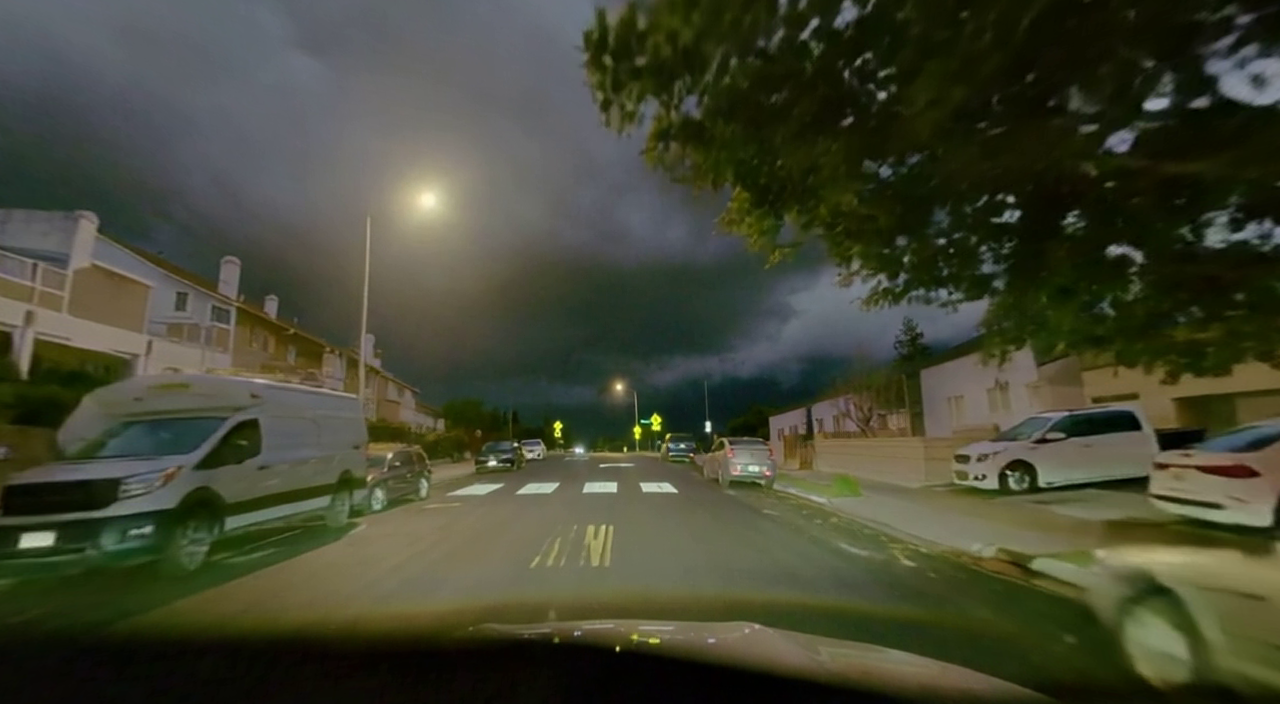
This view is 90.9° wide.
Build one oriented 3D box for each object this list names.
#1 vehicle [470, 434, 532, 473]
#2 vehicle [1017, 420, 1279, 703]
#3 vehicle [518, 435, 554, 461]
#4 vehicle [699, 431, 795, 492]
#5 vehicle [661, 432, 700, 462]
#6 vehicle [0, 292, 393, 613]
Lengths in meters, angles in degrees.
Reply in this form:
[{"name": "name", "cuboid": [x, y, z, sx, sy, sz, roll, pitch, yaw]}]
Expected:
[{"name": "vehicle", "cuboid": [-6.182, 4.543, 28.724, 1.972, 1.502, 5.530, 0, -7, -4]}, {"name": "vehicle", "cuboid": [3.600, 0.943, 1.828, 1.972, 1.492, 4.506, 1, -7, -5]}, {"name": "vehicle", "cuboid": [-6.786, 6.308, 41.547, 1.842, 1.540, 3.704, 0, -7, -2]}, {"name": "vehicle", "cuboid": [3.012, 3.166, 18.860, 1.875, 1.568, 4.899, 1, -7, -2]}, {"name": "vehicle", "cuboid": [2.326, 5.606, 37.302, 1.997, 1.663, 4.544, 0, -8, -1]}, {"name": "vehicle", "cuboid": [-5.514, 1.213, 8.266, 2.270, 2.706, 5.871, 0, -8, -2]}]
